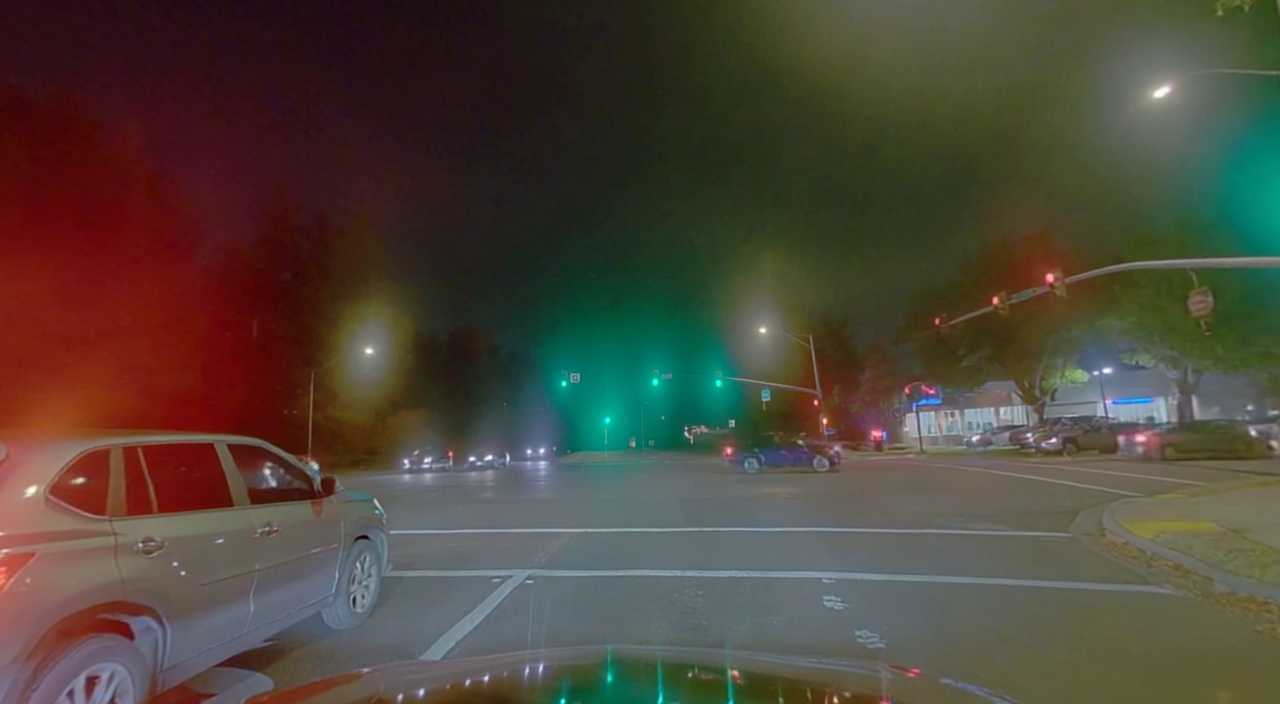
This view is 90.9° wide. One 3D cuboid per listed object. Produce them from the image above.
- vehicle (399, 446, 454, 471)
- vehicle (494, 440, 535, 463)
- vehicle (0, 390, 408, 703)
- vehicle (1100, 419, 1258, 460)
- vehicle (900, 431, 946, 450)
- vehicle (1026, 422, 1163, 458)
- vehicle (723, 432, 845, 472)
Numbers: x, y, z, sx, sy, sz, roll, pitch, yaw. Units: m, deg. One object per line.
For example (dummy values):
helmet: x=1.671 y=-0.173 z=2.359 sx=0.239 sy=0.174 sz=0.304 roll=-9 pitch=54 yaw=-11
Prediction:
vehicle: x=-14.003 y=6.986 z=41.537 sx=1.935 sy=1.554 sz=3.995 roll=-1 pitch=-8 yaw=5
vehicle: x=-9.684 y=7.712 z=48.982 sx=1.905 sy=1.724 sz=4.449 roll=-1 pitch=-8 yaw=5
vehicle: x=-2.944 y=1.000 z=2.830 sx=1.924 sy=1.482 sz=4.734 roll=0 pitch=-8 yaw=1
vehicle: x=20.658 y=3.382 z=24.319 sx=4.180 sy=1.478 sz=1.986 roll=0 pitch=-8 yaw=1
vehicle: x=22.448 y=6.993 z=49.860 sx=1.930 sy=1.410 sz=4.313 roll=-8 pitch=-12 yaw=43
vehicle: x=19.902 y=3.861 z=27.729 sx=4.552 sy=1.492 sz=2.002 roll=0 pitch=-9 yaw=-4
vehicle: x=5.706 y=3.956 z=25.060 sx=4.364 sy=1.450 sz=1.841 roll=-4 pitch=-9 yaw=26
